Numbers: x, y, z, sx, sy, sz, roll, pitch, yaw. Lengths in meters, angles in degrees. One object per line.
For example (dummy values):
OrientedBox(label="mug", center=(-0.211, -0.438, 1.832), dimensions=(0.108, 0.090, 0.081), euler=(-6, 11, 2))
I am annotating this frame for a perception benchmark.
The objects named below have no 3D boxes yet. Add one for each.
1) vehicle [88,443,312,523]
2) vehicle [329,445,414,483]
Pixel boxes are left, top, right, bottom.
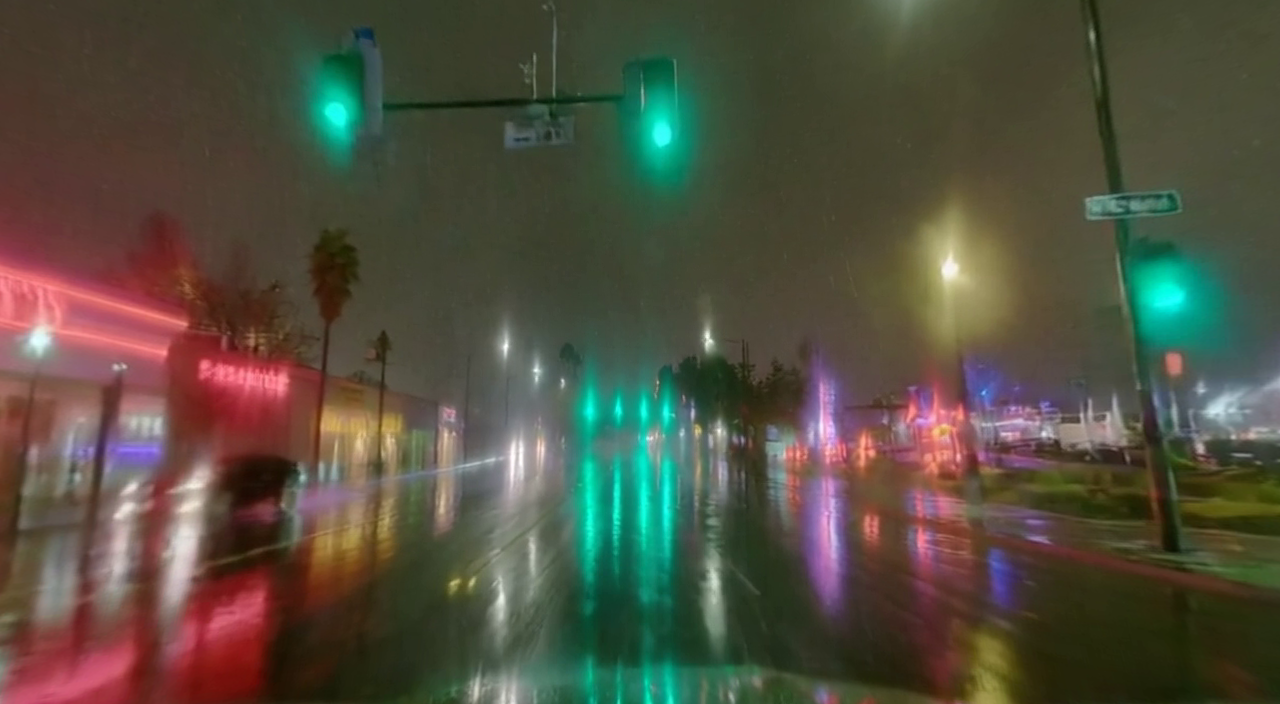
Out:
OrientedBox(label="vehicle", center=(-9.263, 2.744, 13.794), dimensions=(1.913, 1.457, 4.048), euler=(0, -8, 1))
OrientedBox(label="vehicle", center=(-12.057, 5.044, 28.610), dimensions=(1.960, 1.554, 4.050), euler=(0, -8, 1))
